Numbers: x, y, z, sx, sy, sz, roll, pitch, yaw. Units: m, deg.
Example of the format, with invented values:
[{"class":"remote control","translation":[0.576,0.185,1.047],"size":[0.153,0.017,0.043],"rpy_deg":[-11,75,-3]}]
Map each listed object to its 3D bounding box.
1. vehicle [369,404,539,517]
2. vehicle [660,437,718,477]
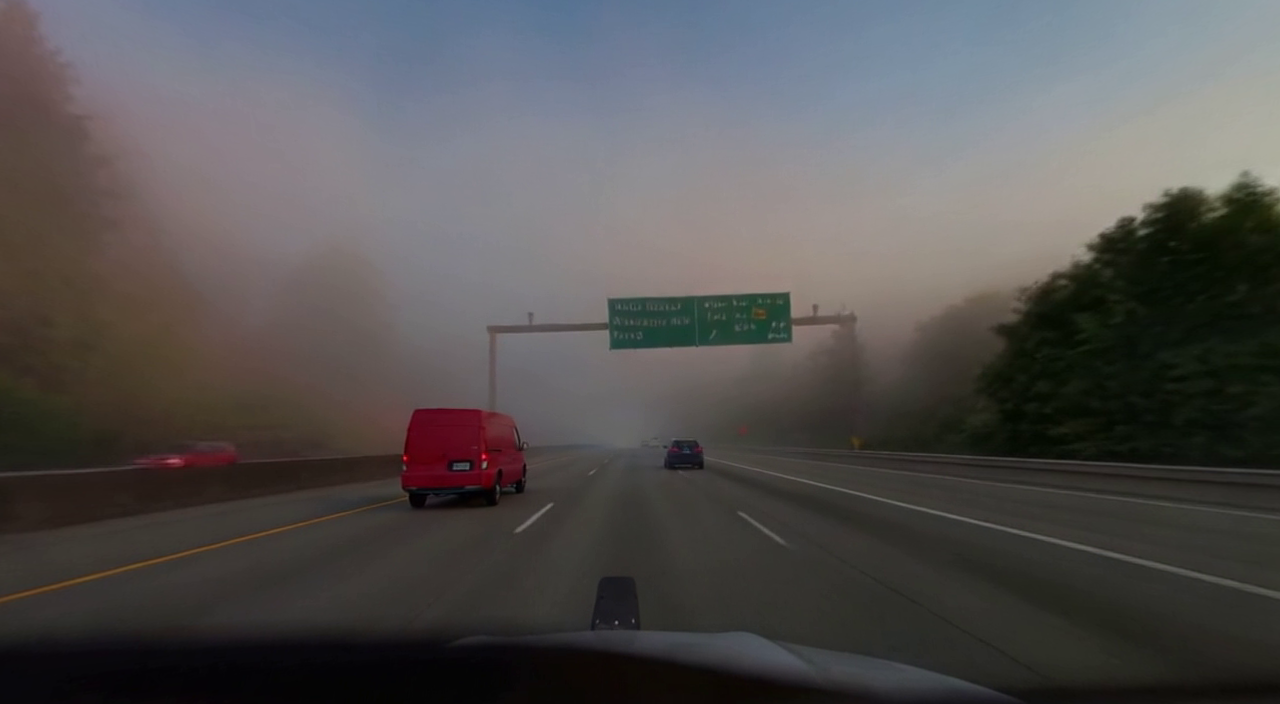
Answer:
[{"class":"vehicle","translation":[-3.790,2.313,14.060],"size":[2.275,2.053,5.082],"rpy_deg":[0,-8,-1]},{"class":"vehicle","translation":[1.878,4.175,25.374],"size":[2.020,1.464,3.803],"rpy_deg":[0,-8,0]}]
